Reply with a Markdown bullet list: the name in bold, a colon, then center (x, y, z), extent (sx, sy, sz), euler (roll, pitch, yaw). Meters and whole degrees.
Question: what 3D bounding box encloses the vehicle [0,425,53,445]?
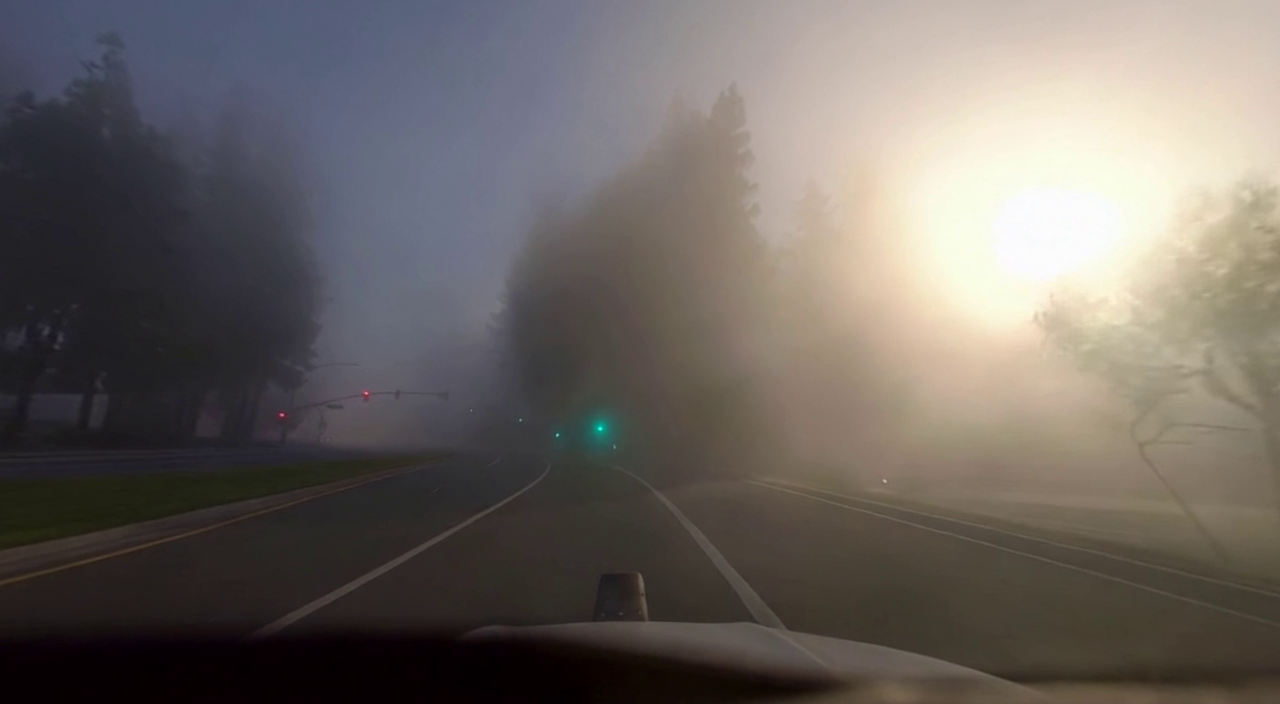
- **vehicle**: center (-49.240, 6.559, 49.712), extent (3.885, 1.507, 1.980), euler (2, -9, -16)
